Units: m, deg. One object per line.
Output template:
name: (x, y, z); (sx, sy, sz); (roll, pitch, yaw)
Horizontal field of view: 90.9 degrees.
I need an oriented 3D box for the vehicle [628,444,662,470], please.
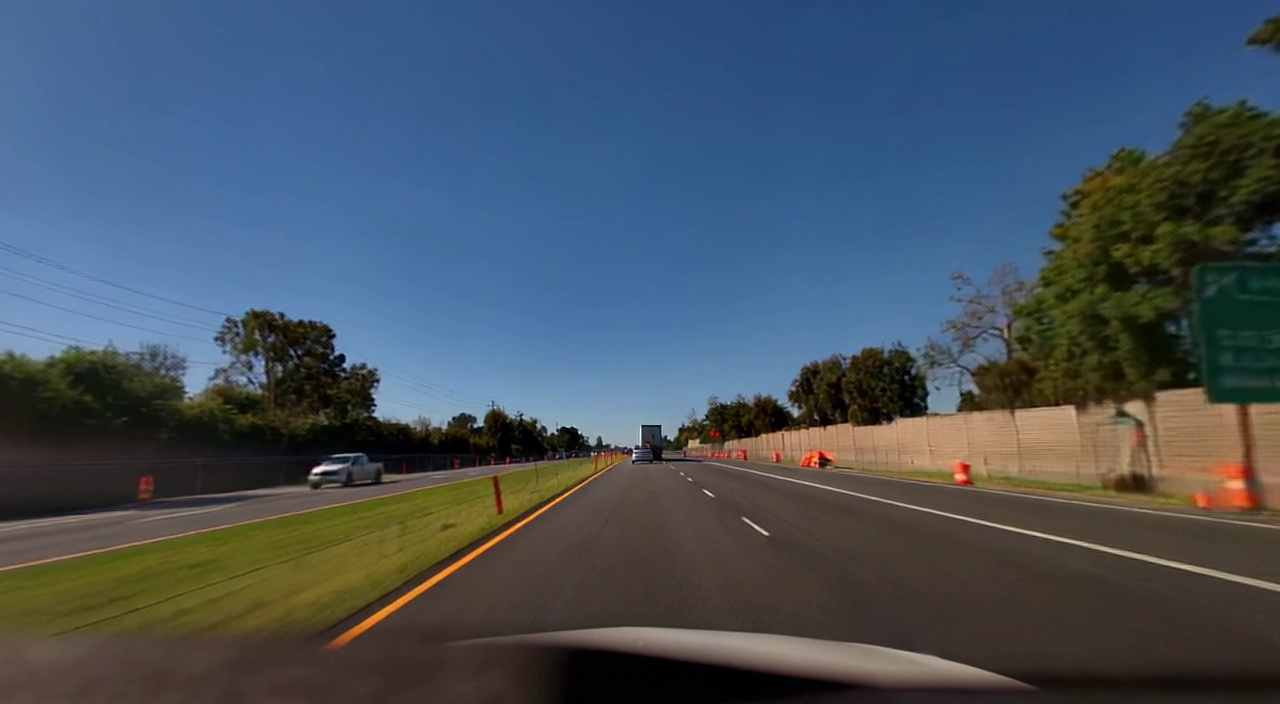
vehicle: (0.300, 6.655, 40.105); (2.065, 1.573, 3.734); (0, -9, -1)
